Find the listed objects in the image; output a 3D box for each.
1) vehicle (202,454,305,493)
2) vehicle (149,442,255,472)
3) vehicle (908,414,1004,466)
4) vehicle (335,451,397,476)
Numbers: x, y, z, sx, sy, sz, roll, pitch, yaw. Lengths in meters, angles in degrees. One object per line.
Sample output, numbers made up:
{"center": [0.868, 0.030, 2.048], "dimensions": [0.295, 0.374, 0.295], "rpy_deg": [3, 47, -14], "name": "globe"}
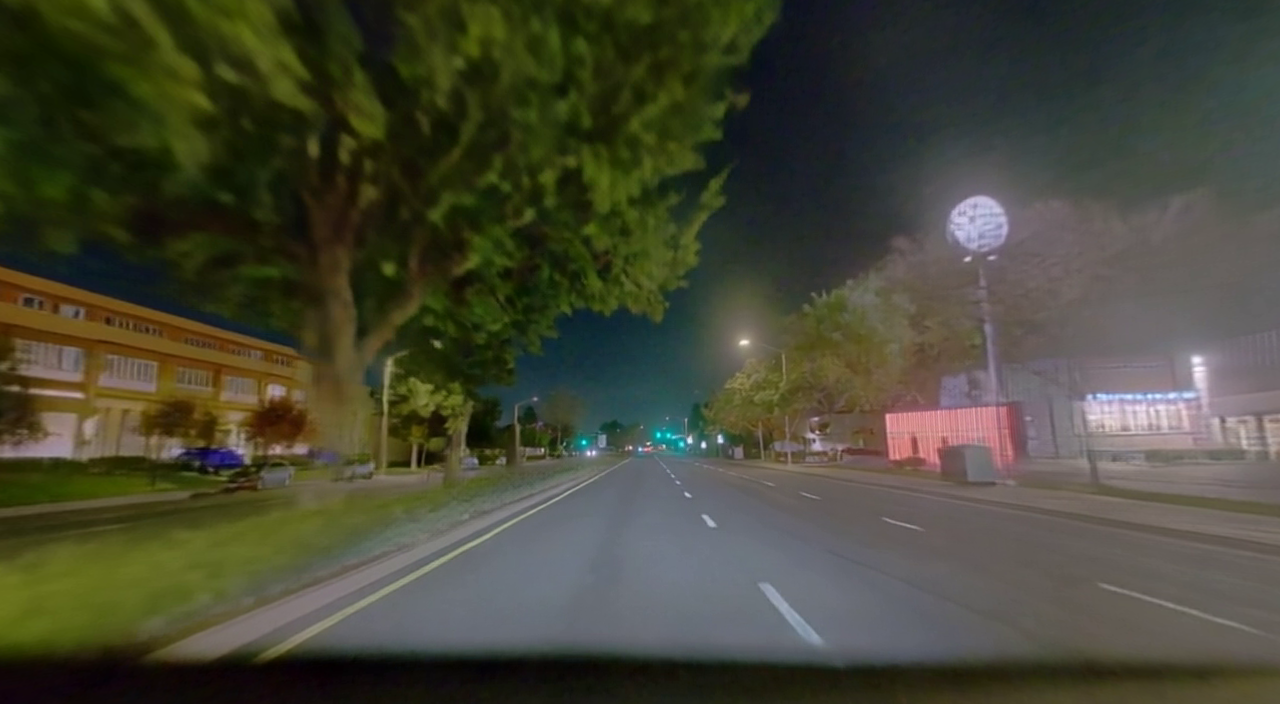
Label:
{"center": [-18.838, 5.894, 30.901], "dimensions": [2.012, 1.560, 4.782], "rpy_deg": [-1, -7, 0], "name": "vehicle"}
{"center": [-26.570, 6.347, 38.241], "dimensions": [4.667, 1.728, 2.276], "rpy_deg": [0, -8, -3], "name": "vehicle"}
{"center": [21.926, 6.227, 44.102], "dimensions": [2.977, 3.311, 6.892], "rpy_deg": [0, -9, -1], "name": "vehicle"}
{"center": [-18.946, 7.746, 43.711], "dimensions": [2.071, 1.595, 4.822], "rpy_deg": [0, -9, 1], "name": "vehicle"}
